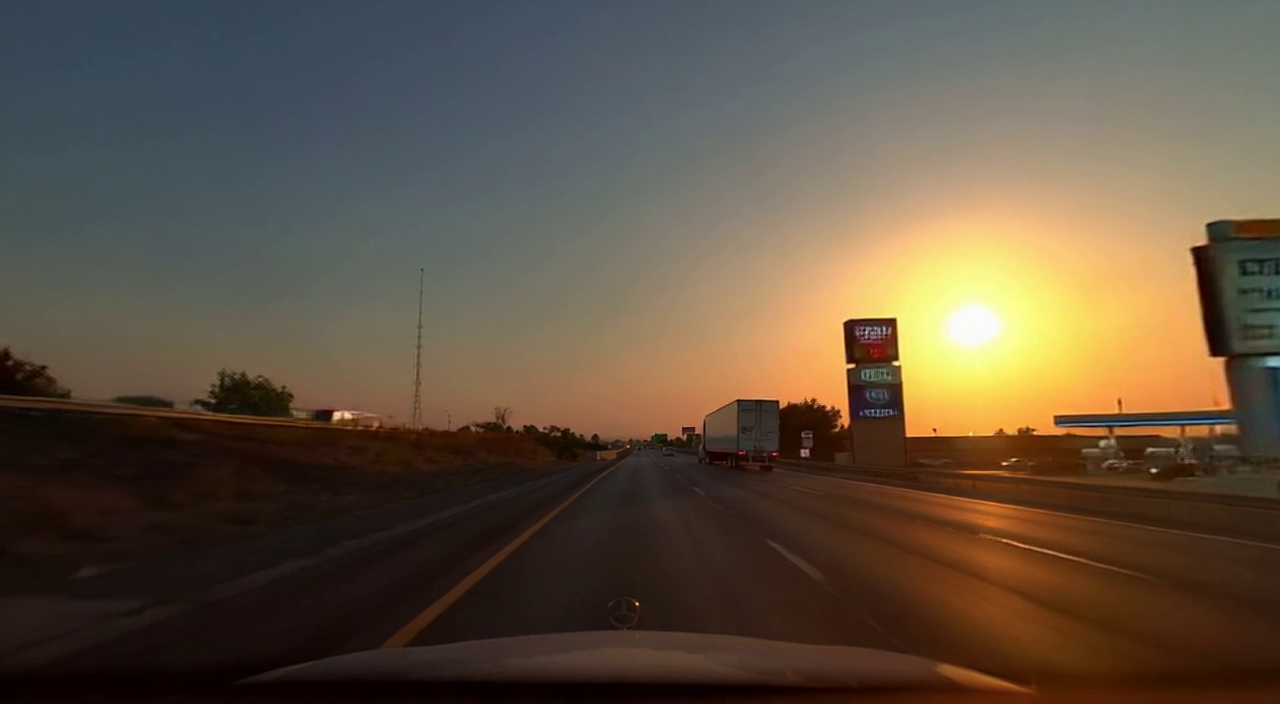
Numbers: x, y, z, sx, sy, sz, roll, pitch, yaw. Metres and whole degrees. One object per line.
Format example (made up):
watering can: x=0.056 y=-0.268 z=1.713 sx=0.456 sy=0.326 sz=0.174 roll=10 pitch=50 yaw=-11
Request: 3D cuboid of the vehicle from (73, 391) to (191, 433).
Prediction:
vehicle: x=-20.934 y=2.557 z=26.257 sx=1.765 sy=1.490 sz=3.804 roll=0 pitch=-9 yaw=-1

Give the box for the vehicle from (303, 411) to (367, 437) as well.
vehicle: x=-20.753 y=4.981 z=43.200 sx=1.858 sy=1.620 sz=4.928 roll=0 pitch=-9 yaw=0

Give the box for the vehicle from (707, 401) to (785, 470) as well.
vehicle: x=7.279 y=6.220 z=46.201 sx=2.912 sy=4.153 sz=15.866 roll=0 pitch=-9 yaw=0

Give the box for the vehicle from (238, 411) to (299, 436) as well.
vehicle: x=-24.473 y=4.781 z=41.716 sx=1.748 sy=1.506 sz=3.731 roll=0 pitch=-9 yaw=0
